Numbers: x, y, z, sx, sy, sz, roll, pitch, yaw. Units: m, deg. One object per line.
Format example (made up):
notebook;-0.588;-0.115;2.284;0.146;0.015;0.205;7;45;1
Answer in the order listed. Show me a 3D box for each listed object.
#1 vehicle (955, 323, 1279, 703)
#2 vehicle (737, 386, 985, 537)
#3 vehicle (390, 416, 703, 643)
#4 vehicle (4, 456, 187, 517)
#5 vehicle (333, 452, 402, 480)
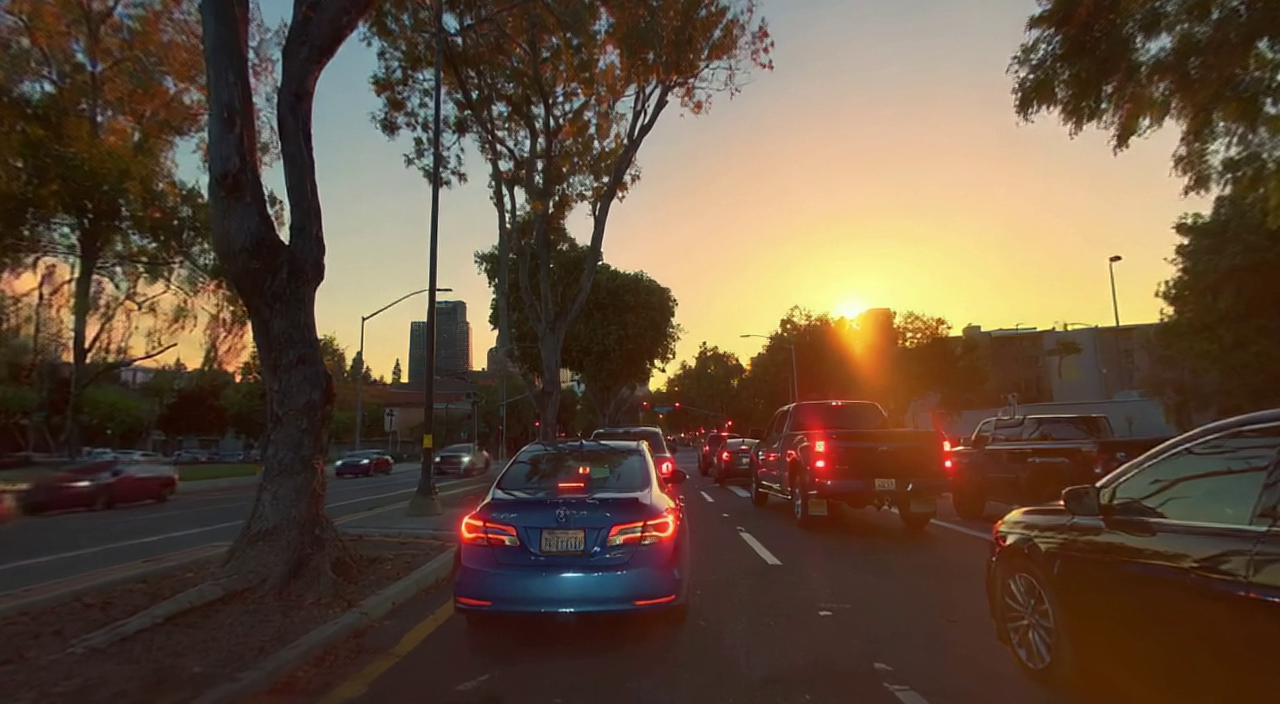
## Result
vehicle;3.165;0.756;2.064;1.982;1.709;4.427;0;-9;1
vehicle;3.524;1.952;11.688;2.444;2.098;5.766;0;-9;-1
vehicle;-0.577;1.495;6.314;2.111;1.506;4.018;0;-9;2
vehicle;-15.831;3.892;18.599;1.792;1.527;4.002;0;-9;0
vehicle;-16.152;6.750;37.428;1.921;1.499;4.566;0;-9;2
